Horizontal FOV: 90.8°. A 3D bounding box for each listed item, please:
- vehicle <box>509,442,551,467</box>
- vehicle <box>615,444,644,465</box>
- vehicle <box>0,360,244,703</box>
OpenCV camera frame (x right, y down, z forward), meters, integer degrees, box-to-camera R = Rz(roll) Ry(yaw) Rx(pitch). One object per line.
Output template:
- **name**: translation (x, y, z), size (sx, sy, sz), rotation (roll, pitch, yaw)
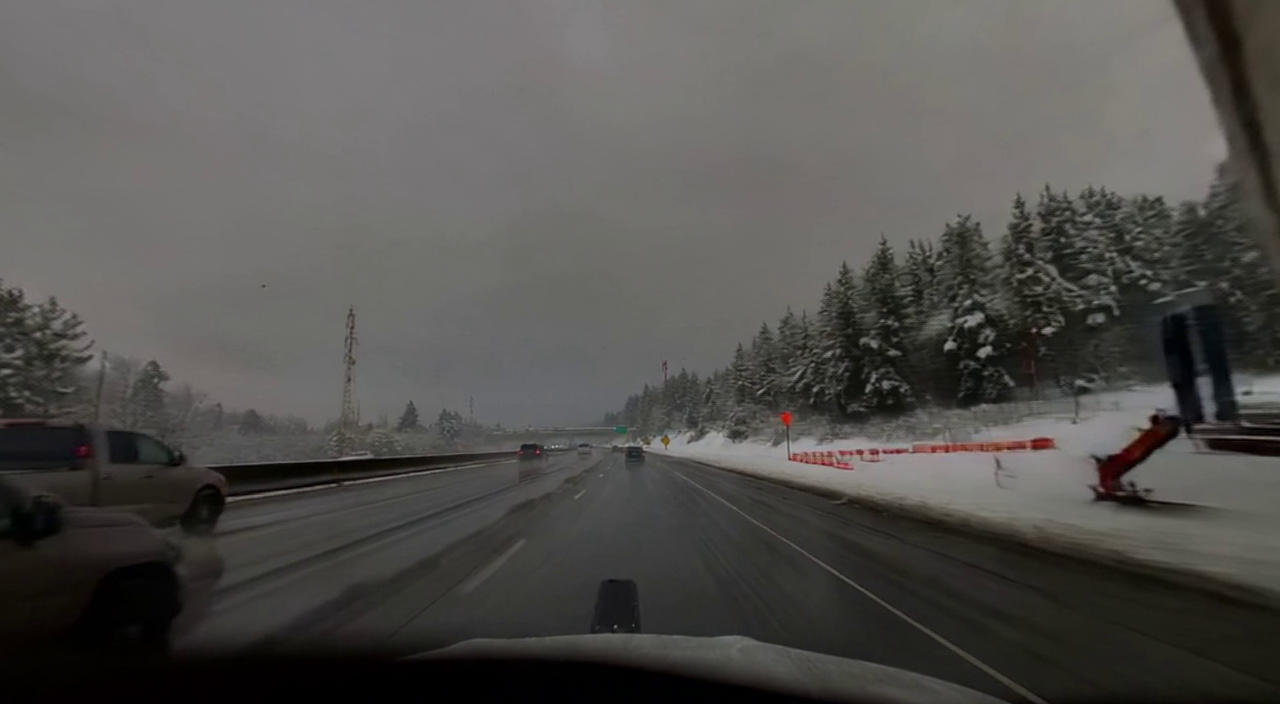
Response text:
- **vehicle**: translation (-7.573, 7.091, 43.751), size (2.128, 1.604, 4.279), rotation (0, -8, 0)
- **vehicle**: translation (-0.738, 7.537, 46.714), size (2.051, 1.459, 4.092), rotation (0, -8, -1)
- **vehicle**: translation (-3.507, 0.769, 1.819), size (2.024, 1.655, 4.192), rotation (0, -9, -1)
